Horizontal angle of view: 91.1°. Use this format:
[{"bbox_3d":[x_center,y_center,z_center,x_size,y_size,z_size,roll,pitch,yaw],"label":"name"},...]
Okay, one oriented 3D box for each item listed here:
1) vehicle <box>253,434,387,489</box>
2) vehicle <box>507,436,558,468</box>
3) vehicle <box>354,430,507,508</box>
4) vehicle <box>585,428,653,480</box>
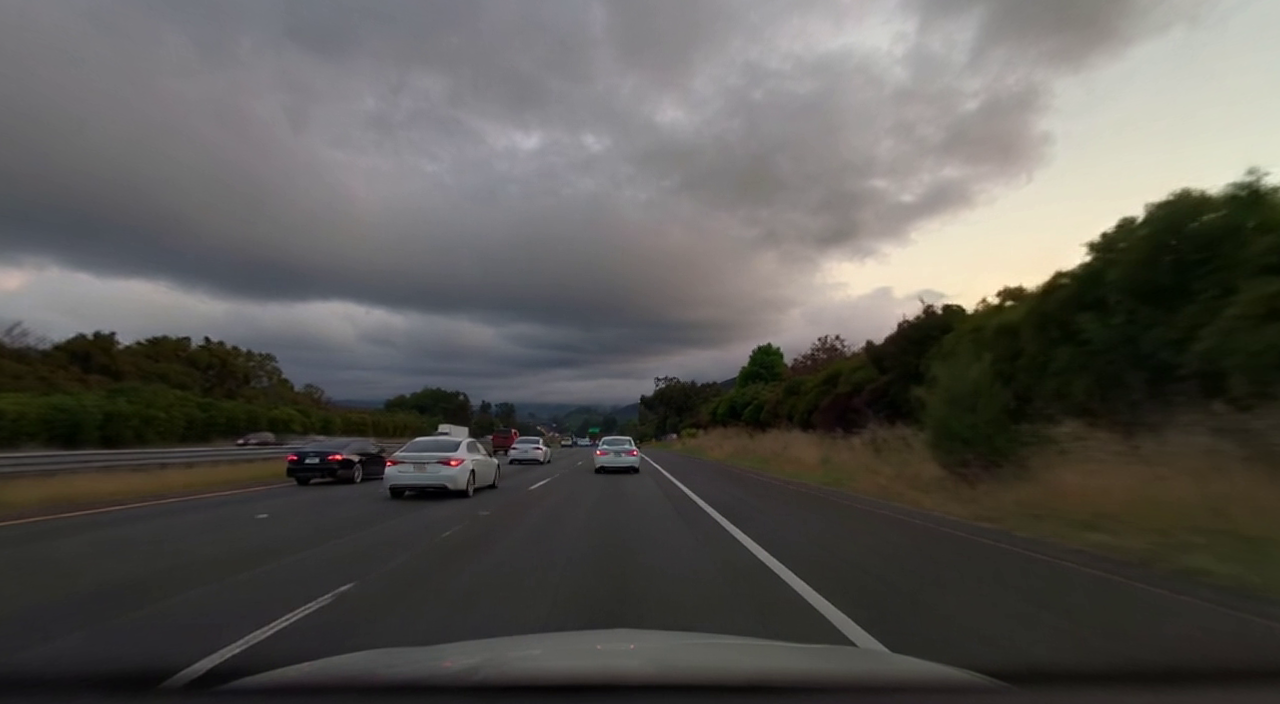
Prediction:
[{"bbox_3d":[-9.240,3.158,18.573,1.850,1.439,3.932,0,-8,0],"label":"vehicle"},{"bbox_3d":[-5.209,4.877,30.959,1.835,1.432,3.835,0,-8,0],"label":"vehicle"},{"bbox_3d":[-4.469,2.520,14.204,1.971,1.464,4.386,0,-8,0],"label":"vehicle"},{"bbox_3d":[-0.715,3.548,22.231,2.178,1.658,3.916,0,-8,-1],"label":"vehicle"}]
